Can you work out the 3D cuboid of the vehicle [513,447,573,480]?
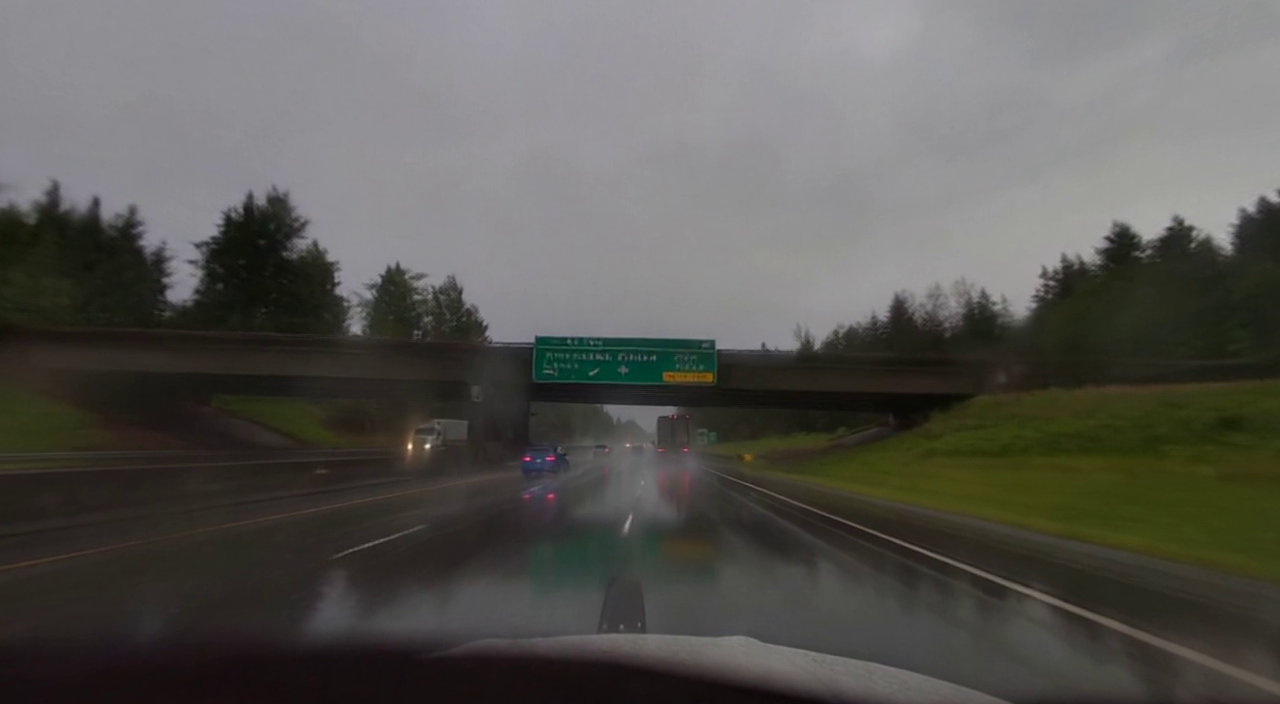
[{"bbox_3d":[-4.692,5.470,31.271,2.038,1.489,4.603,-1,-9,2],"label":"vehicle"}]
